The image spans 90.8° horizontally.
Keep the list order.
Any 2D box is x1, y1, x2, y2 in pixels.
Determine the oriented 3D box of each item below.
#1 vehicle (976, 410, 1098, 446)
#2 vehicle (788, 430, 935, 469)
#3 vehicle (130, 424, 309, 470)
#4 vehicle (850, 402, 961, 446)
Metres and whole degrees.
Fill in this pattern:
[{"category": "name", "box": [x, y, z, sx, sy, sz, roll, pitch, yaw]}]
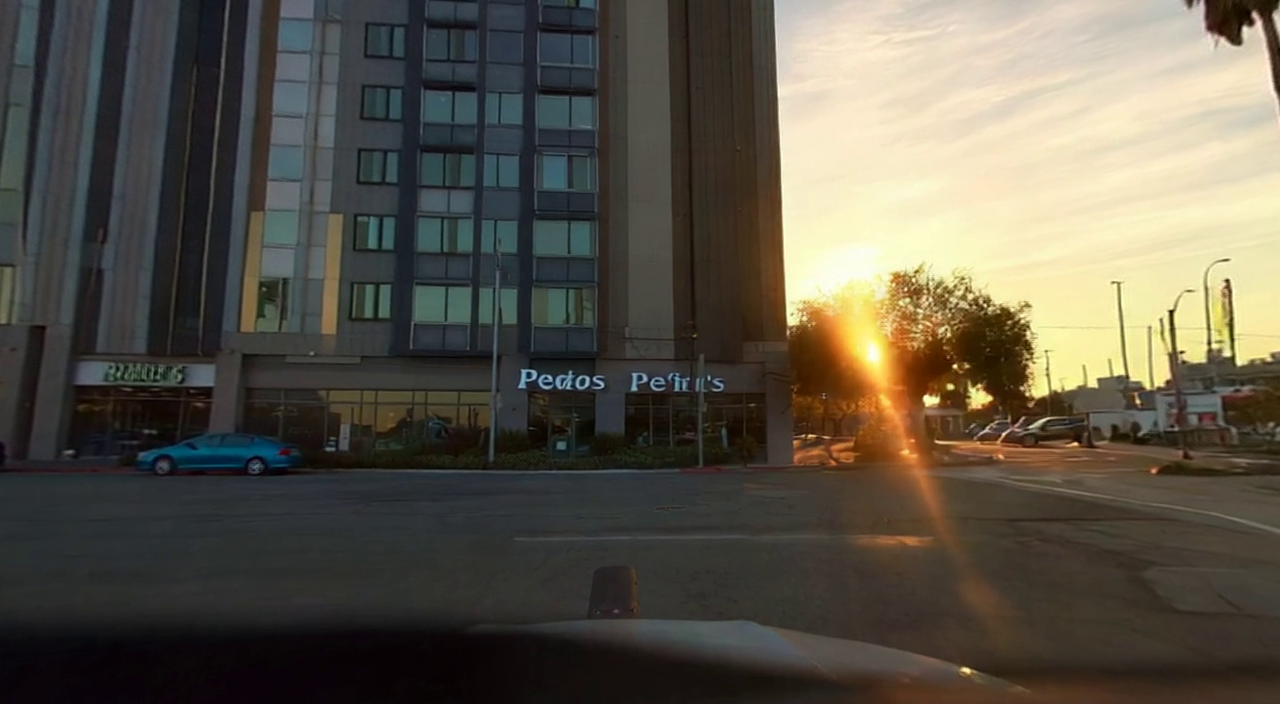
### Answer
[{"category": "vehicle", "box": [27.687, 5.295, 44.248, 7.026, 2.329, 2.545, 1, -6, -5]}, {"category": "vehicle", "box": [8.160, 3.640, 23.506, 4.782, 1.371, 1.763, 1, -9, -6]}, {"category": "vehicle", "box": [-14.364, 3.284, 21.787, 4.857, 1.497, 1.811, 0, -9, 0]}, {"category": "vehicle", "box": [15.627, 4.254, 37.385, 5.524, 2.504, 2.196, 0, -7, -4]}]
